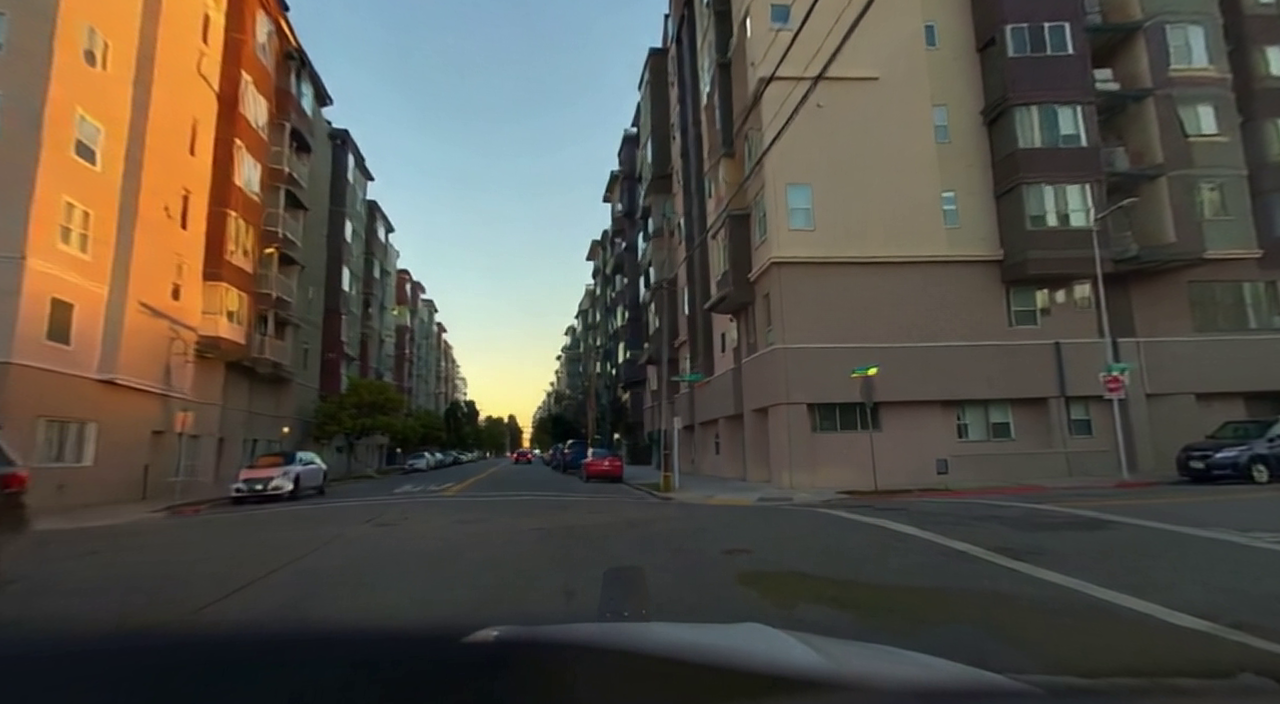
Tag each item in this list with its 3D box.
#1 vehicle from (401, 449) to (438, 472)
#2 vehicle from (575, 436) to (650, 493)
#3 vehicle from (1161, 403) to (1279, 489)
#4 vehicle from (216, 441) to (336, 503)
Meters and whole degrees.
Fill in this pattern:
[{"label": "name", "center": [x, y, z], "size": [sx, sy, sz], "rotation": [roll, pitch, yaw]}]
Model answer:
[{"label": "vehicle", "center": [-16.782, 8.224, 48.161], "size": [2.032, 1.641, 4.162], "rotation": [1, -9, -10]}, {"label": "vehicle", "center": [-1.138, 4.094, 23.272], "size": [2.164, 1.721, 4.416], "rotation": [-3, -8, -9]}, {"label": "vehicle", "center": [18.099, 2.599, 18.149], "size": [4.259, 2.102, 2.376], "rotation": [-2, -5, -10]}, {"label": "vehicle", "center": [-12.409, 4.069, 21.878], "size": [2.140, 1.874, 4.475], "rotation": [1, -9, -11]}]
